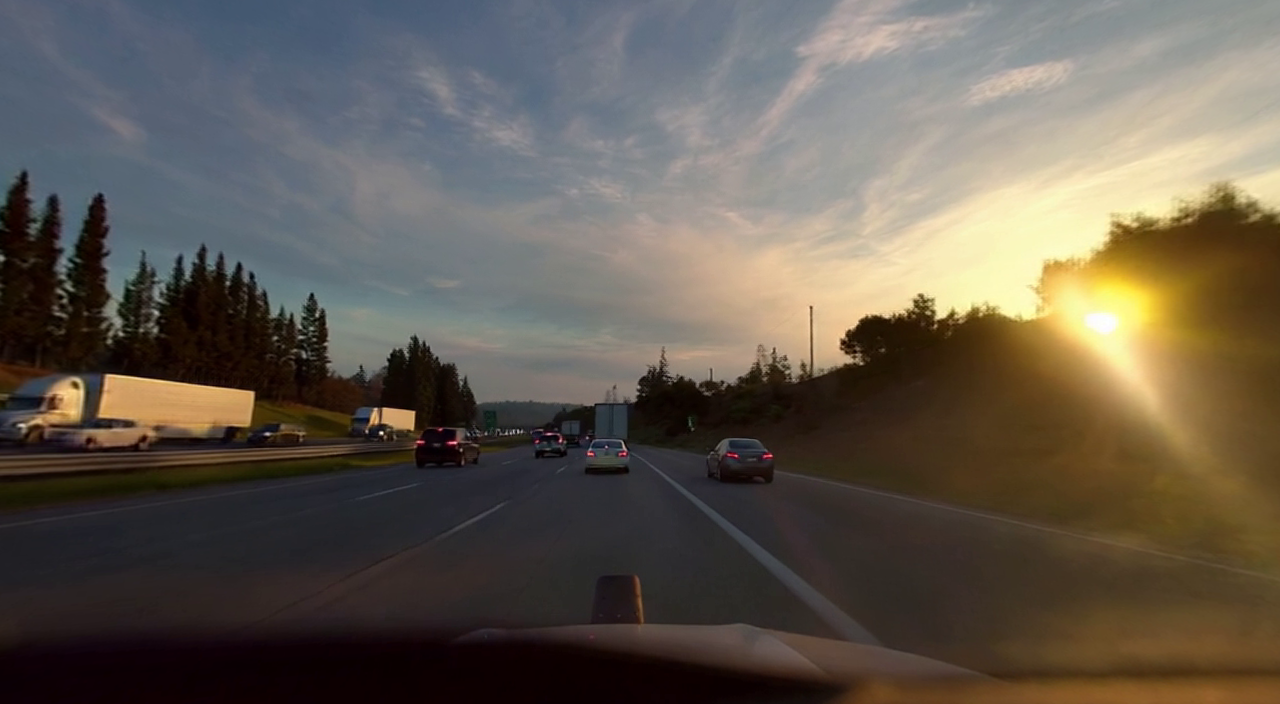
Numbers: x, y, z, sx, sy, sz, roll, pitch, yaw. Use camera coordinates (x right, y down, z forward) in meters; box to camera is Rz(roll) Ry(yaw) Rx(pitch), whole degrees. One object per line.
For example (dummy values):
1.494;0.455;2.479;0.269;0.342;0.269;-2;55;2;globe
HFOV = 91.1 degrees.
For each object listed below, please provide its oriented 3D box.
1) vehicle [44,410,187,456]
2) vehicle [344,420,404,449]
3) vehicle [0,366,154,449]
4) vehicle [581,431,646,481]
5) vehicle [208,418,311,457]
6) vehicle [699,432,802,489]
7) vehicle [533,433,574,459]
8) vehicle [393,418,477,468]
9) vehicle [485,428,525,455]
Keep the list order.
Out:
-19.496;3.063;23.648;1.831;1.575;4.218;0;-8;-3;vehicle
-16.197;5.068;38.502;1.993;1.617;4.277;0;-8;-3;vehicle
-28.410;2.944;32.006;2.908;3.868;5.411;0;-8;-3;vehicle
-0.882;3.398;20.890;1.980;1.478;3.758;0;-8;-2;vehicle
-15.830;3.584;26.411;1.903;1.506;3.980;0;-8;-2;vehicle
3.135;3.159;18.830;1.981;1.474;4.396;0;-8;-4;vehicle
-5.275;5.781;38.759;2.046;1.493;4.384;0;-8;-2;vehicle
-8.719;3.906;27.194;2.158;1.943;4.662;0;-8;-2;vehicle
-9.482;6.308;44.468;1.992;1.838;4.493;0;-8;-2;vehicle
